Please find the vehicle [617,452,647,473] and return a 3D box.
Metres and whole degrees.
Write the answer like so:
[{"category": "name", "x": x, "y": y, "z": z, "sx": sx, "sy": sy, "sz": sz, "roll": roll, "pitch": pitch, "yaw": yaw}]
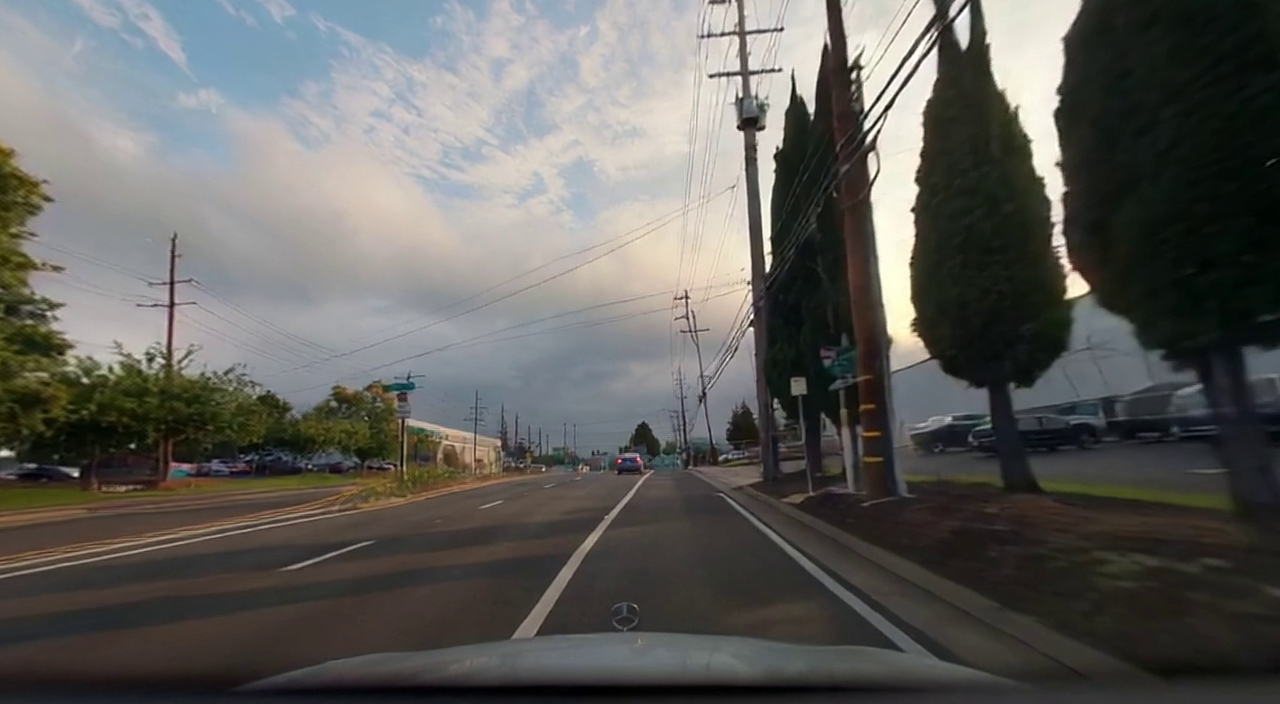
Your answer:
[{"category": "vehicle", "x": -0.562, "y": 8.655, "z": 49.382, "sx": 2.114, "sy": 1.492, "sz": 4.453, "roll": -1, "pitch": -9, "yaw": 2}]
